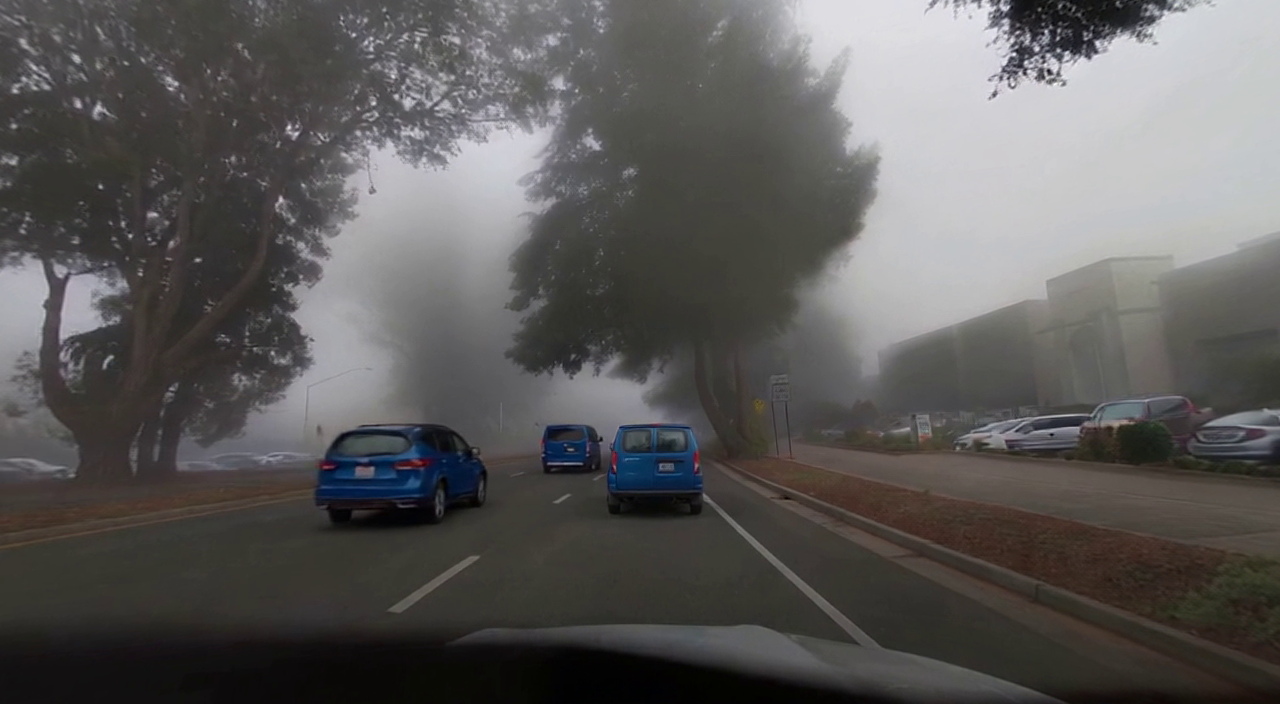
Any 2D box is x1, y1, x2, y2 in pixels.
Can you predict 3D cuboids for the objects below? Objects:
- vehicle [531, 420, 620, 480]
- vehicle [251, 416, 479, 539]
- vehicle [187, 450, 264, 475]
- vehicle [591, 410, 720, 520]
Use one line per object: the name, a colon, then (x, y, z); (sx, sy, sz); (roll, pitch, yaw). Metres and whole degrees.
vehicle: (-2.352, 3.837, 24.944); (2.486, 2.074, 5.456); (-1, -9, 5)
vehicle: (-4.484, 2.119, 11.341); (2.116, 1.714, 4.757); (0, -9, -3)
vehicle: (-32.641, 8.664, 49.935); (1.977, 1.788, 4.978); (-2, -9, 13)
vehicle: (0.316, 2.223, 12.825); (2.173, 1.830, 4.189); (0, -9, 2)
